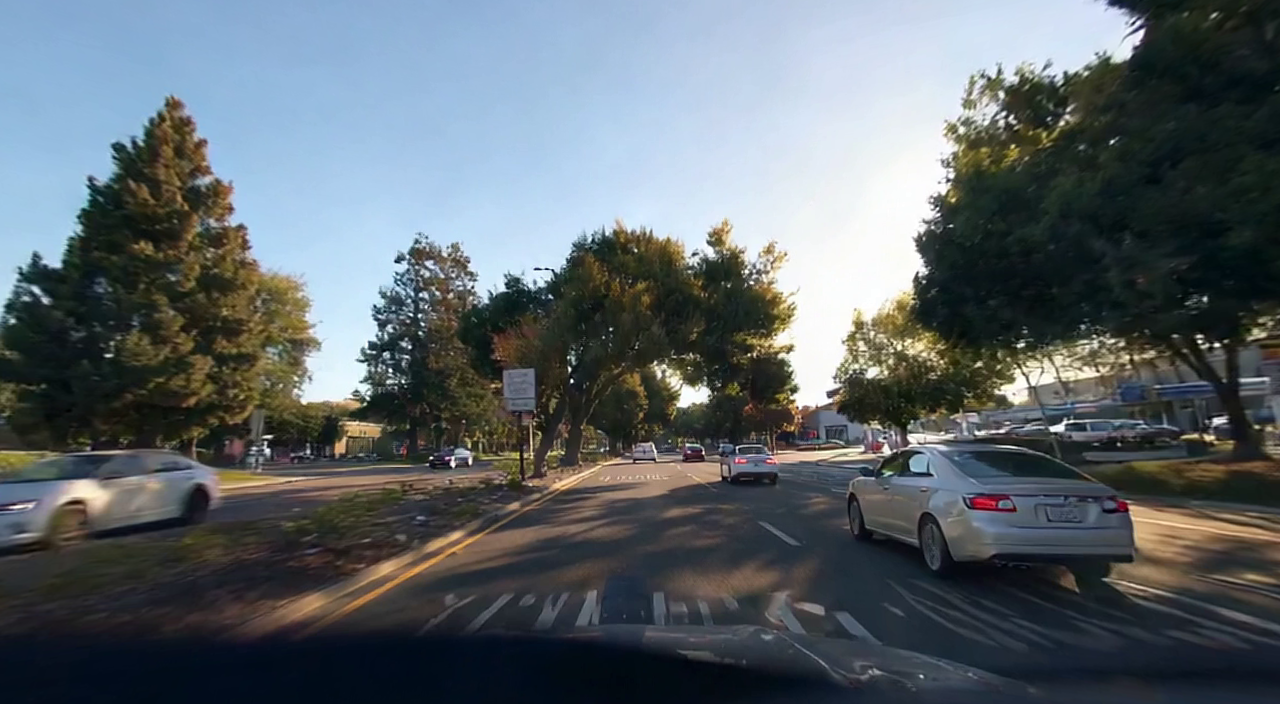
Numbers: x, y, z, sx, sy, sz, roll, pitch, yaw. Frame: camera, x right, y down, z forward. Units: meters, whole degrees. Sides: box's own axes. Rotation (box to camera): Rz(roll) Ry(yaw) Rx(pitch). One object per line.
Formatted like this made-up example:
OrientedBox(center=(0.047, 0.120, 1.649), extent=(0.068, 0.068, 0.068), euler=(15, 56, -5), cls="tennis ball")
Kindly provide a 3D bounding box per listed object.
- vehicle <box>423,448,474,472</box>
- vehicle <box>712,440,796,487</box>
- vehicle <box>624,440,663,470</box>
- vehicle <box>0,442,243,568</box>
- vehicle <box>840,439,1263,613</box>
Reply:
OrientedBox(center=(-12.994, 7.327, 42.886), extent=(1.937, 1.501, 4.520), euler=(0, -8, 1), cls="vehicle")
OrientedBox(center=(3.968, 3.962, 22.752), extent=(2.119, 1.509, 4.756), euler=(0, -9, 0), cls="vehicle")
OrientedBox(center=(0.244, 6.092, 37.330), extent=(2.172, 1.694, 4.055), euler=(0, -8, 2), cls="vehicle")
OrientedBox(center=(-8.624, 2.156, 9.688), extent=(1.996, 1.496, 4.508), euler=(0, -8, 1), cls="vehicle")
OrientedBox(center=(4.116, 1.768, 7.492), extent=(1.944, 1.404, 4.597), euler=(0, -9, 0), cls="vehicle")
